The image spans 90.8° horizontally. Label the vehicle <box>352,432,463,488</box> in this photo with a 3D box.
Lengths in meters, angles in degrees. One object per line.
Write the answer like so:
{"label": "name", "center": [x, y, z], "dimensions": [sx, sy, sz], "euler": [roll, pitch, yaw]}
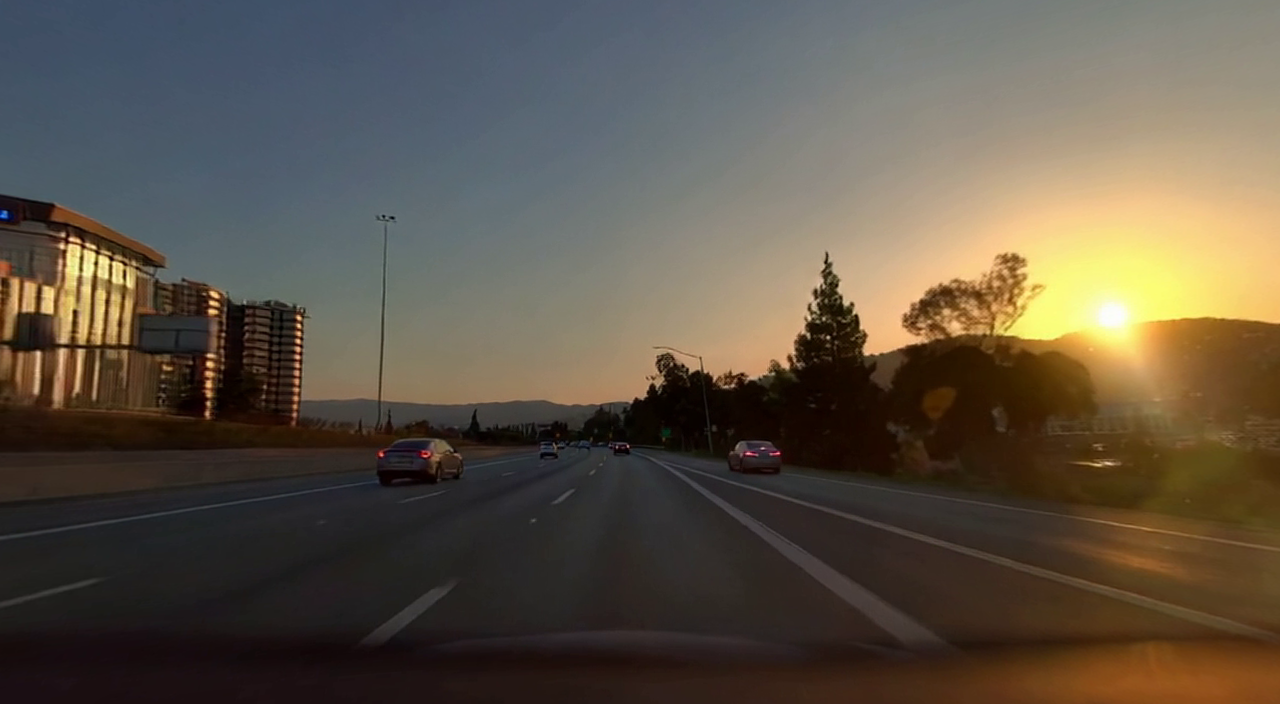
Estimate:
{"label": "vehicle", "center": [-7.778, 3.654, 21.738], "dimensions": [2.030, 1.672, 4.913], "euler": [0, -9, -1]}

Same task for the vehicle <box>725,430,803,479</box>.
{"label": "vehicle", "center": [4.865, 4.098, 25.494], "dimensions": [2.023, 1.782, 4.193], "euler": [0, -9, -4]}
